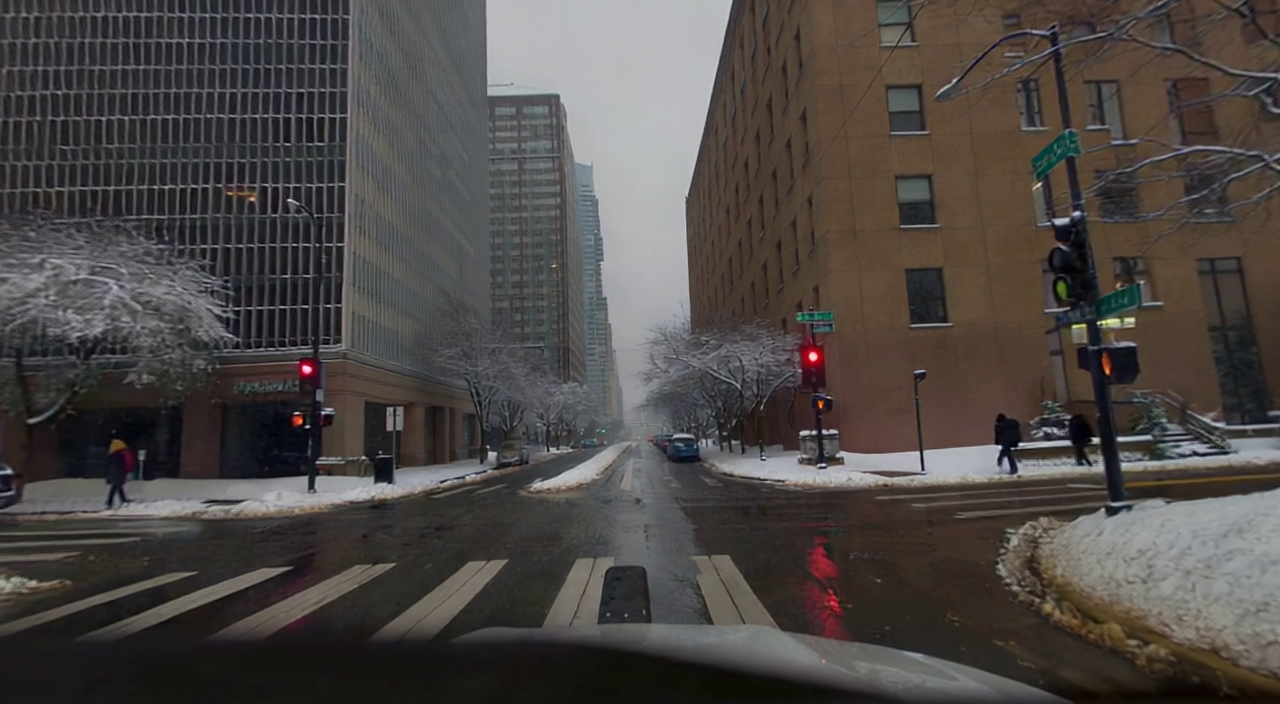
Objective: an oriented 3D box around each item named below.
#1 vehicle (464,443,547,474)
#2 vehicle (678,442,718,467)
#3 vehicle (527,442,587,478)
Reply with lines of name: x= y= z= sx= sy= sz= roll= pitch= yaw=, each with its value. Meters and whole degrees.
vehicle: x=-8.034 y=6.367 z=38.004 sx=4.526 sy=1.726 sz=1.963 roll=8 pitch=-12 yaw=-44
vehicle: x=3.532 y=6.280 z=38.868 sx=1.853 sy=1.426 sz=4.160 roll=1 pitch=-8 yaw=-3
vehicle: x=-3.667 y=4.830 z=28.568 sx=1.989 sy=1.481 sz=4.500 roll=0 pitch=-8 yaw=1
